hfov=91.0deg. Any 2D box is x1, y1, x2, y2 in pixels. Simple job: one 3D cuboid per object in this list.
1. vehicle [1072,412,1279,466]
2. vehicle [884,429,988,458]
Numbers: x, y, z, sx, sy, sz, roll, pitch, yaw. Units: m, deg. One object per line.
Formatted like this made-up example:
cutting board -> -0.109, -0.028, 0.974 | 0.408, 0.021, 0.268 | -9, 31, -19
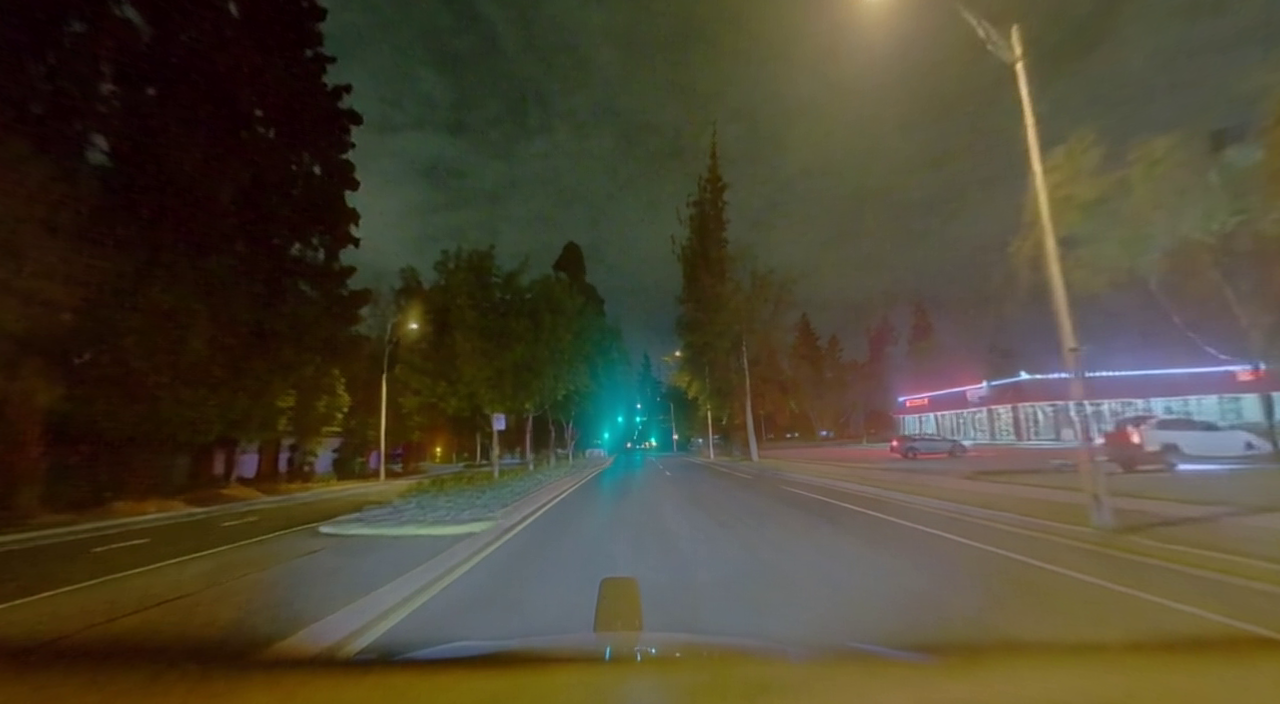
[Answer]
vehicle -> 16.624, 2.700, 19.354 | 5.124, 1.541, 2.070 | 0, -9, -1
vehicle -> 16.222, 5.037, 34.685 | 4.701, 1.500, 2.050 | 0, -8, 0
